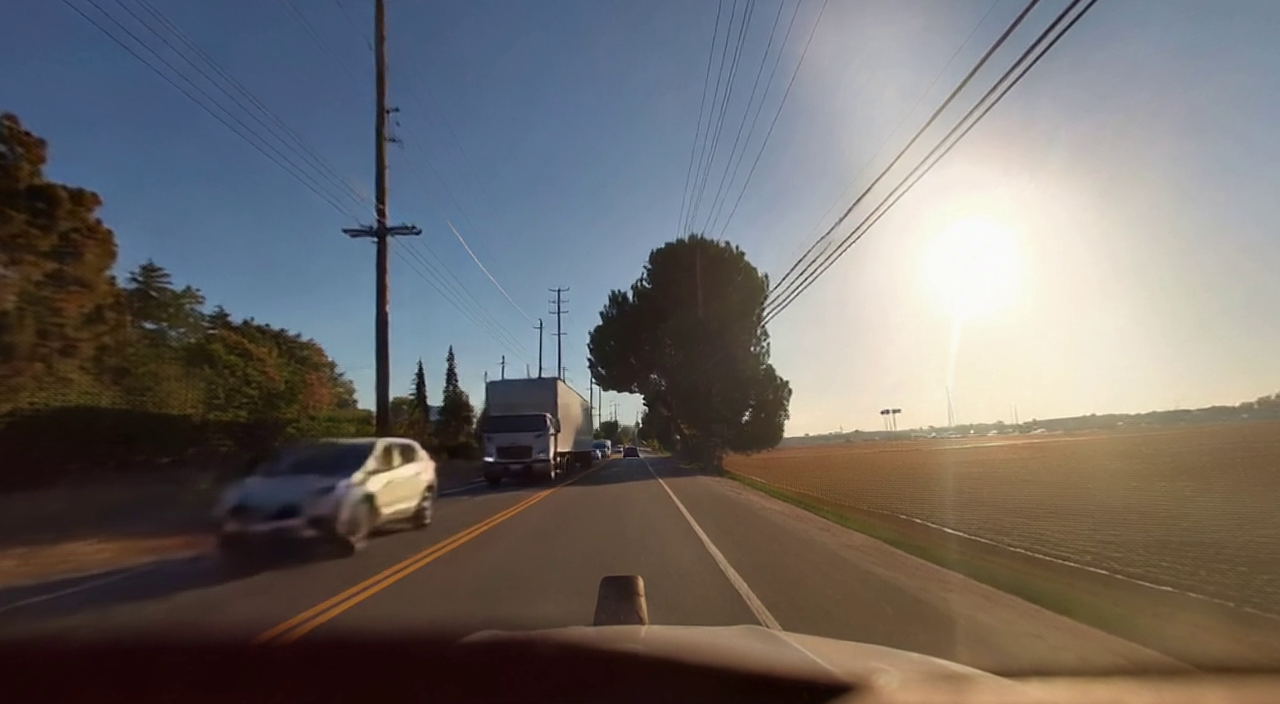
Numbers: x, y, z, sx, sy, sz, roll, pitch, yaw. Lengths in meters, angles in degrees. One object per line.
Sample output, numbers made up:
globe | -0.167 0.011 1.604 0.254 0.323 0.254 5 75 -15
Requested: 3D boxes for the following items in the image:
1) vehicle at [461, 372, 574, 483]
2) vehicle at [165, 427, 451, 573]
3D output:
vehicle | -4.810 3.293 26.365 3.544 4.103 5.897 0 -10 -1
vehicle | -4.685 2.089 9.910 2.100 1.664 4.451 -2 -8 0
